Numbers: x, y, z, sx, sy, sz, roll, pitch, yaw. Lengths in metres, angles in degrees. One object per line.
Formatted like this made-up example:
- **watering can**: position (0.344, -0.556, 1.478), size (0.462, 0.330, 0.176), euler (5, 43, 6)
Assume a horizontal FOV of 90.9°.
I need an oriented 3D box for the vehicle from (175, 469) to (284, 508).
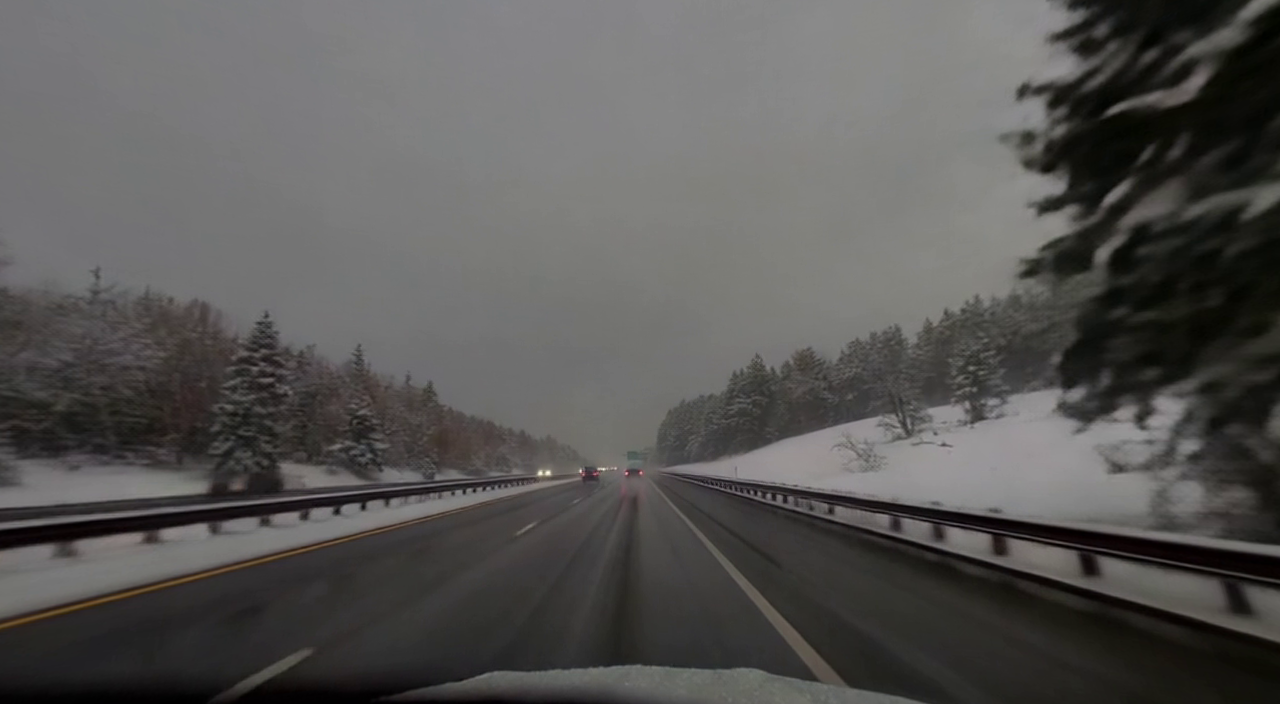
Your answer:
- **vehicle**: position (-16.948, 5.623, 26.270), size (1.822, 1.430, 4.051), euler (1, -10, -1)
